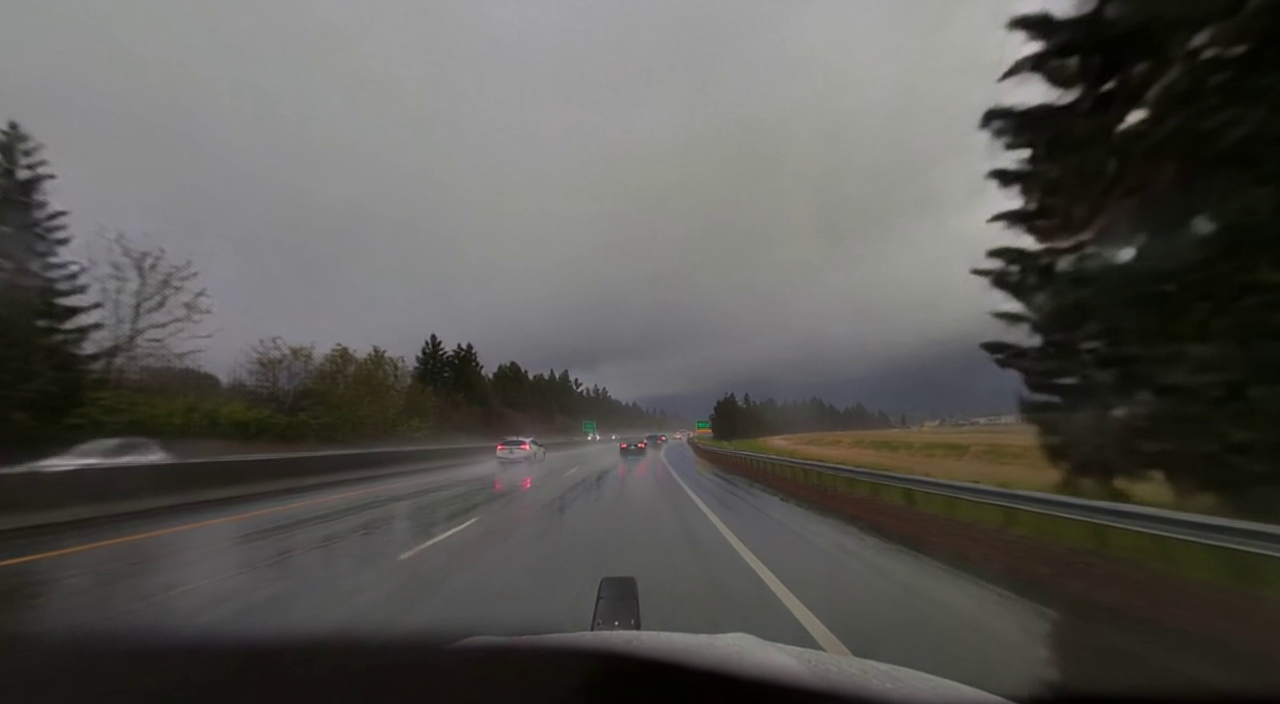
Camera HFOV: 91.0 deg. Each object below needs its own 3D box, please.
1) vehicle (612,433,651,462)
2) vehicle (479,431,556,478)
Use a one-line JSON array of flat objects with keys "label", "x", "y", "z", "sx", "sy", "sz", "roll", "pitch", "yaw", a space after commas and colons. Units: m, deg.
[{"label": "vehicle", "x": -0.498, "y": 5.661, "z": 37.437, "sx": 2.146, "sy": 1.636, "sz": 4.026, "roll": 0, "pitch": -8, "yaw": -1}, {"label": "vehicle", "x": -4.674, "y": 3.979, "z": 24.772, "sx": 2.075, "sy": 1.653, "sz": 4.317, "roll": -1, "pitch": -8, "yaw": 1}]
